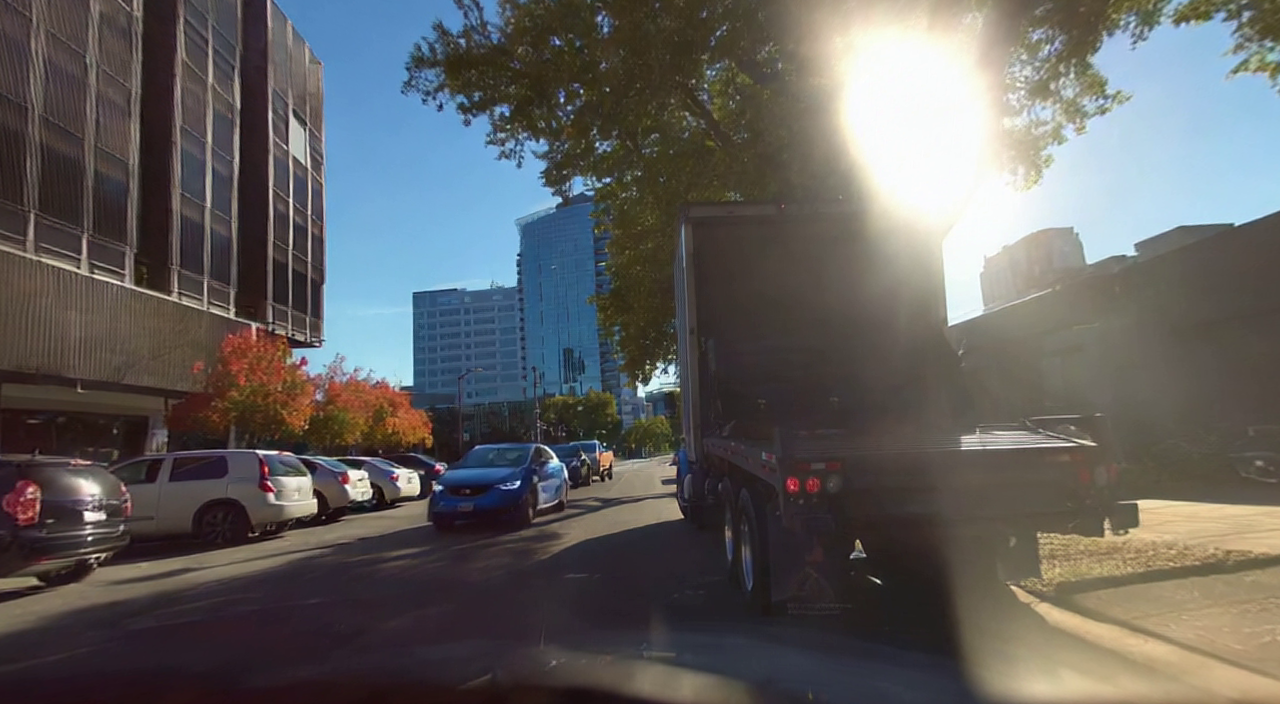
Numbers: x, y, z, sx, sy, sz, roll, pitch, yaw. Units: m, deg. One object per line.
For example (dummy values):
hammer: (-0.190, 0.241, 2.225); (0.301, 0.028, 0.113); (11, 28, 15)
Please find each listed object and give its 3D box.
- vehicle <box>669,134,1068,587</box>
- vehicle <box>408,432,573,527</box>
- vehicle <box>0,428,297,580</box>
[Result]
vehicle: (2.538, 0.826, 11.424); (3.320, 4.034, 11.553); (-1, -8, 6)
vehicle: (-2.736, 2.449, 12.731); (2.183, 1.563, 4.257); (0, -8, 2)
vehicle: (-8.153, 2.096, 9.231); (5.022, 1.872, 2.137); (7, -11, -41)
